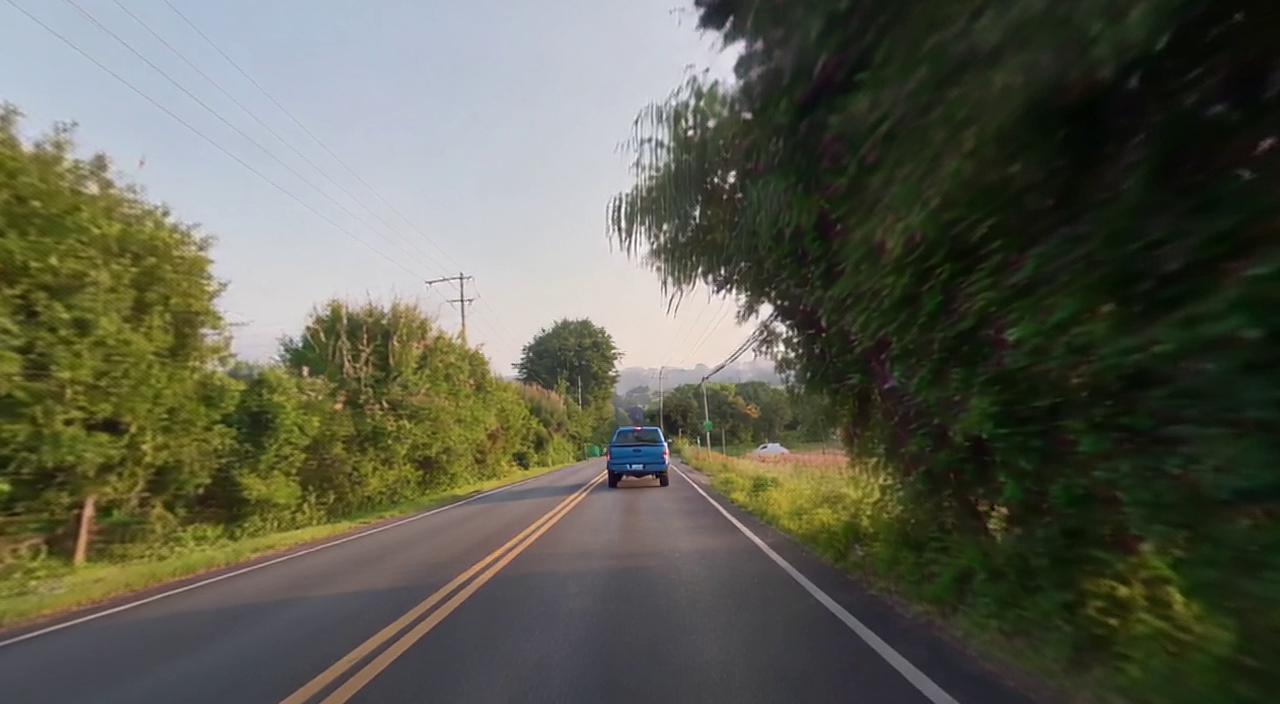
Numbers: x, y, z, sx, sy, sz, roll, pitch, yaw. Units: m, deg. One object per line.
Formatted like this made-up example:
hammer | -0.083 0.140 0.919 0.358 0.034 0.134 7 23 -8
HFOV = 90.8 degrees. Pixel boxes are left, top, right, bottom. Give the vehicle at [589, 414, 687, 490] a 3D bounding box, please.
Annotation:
vehicle | -0.098 3.690 23.437 3.021 2.326 7.410 0 -9 -1
